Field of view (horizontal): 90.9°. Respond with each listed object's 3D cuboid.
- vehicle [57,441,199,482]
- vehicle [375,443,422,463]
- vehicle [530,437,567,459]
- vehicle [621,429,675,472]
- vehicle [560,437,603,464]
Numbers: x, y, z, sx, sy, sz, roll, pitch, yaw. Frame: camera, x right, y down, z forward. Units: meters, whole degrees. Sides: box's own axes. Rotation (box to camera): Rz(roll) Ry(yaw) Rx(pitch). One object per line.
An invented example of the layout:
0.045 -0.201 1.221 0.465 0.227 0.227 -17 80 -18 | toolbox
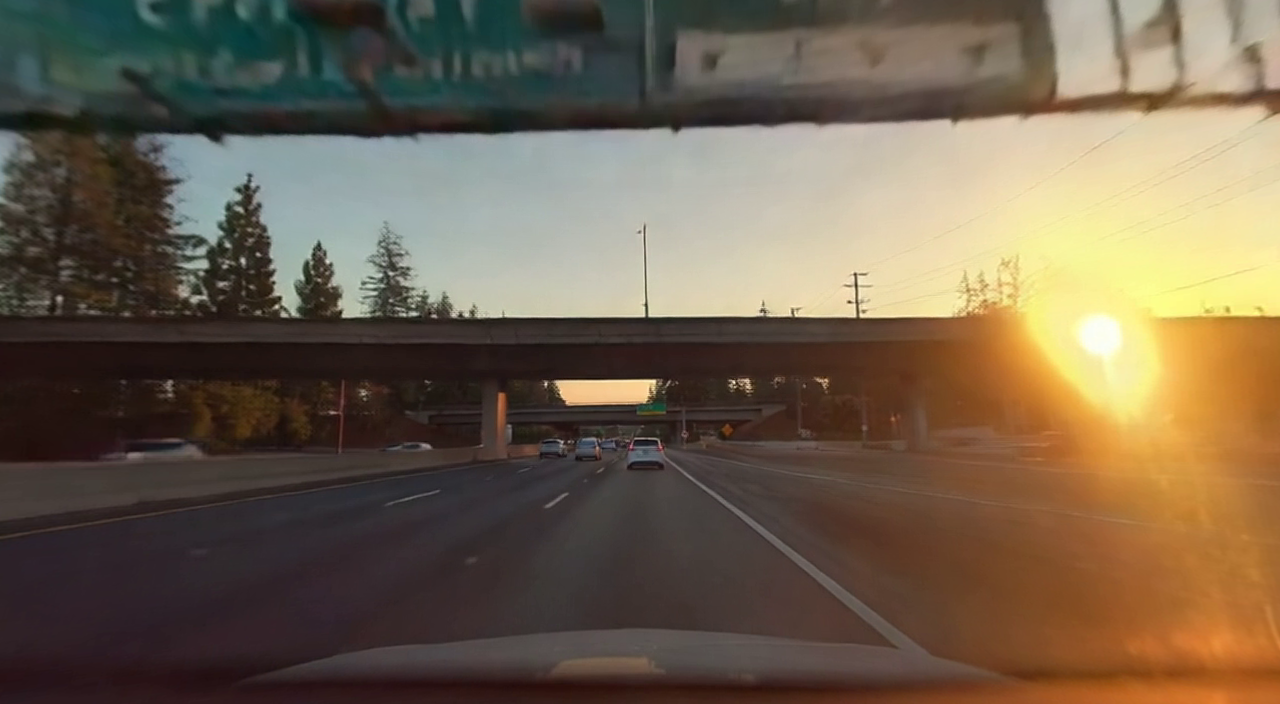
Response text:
-21.309 4.536 26.572 1.912 1.545 4.794 0 -8 1 | vehicle
-17.728 7.416 46.500 1.760 1.433 4.294 0 -8 1 | vehicle
-7.206 7.578 49.990 2.139 1.653 4.614 0 -8 2 | vehicle
0.290 4.222 27.125 2.152 1.697 4.066 0 -8 0 | vehicle
-3.363 5.773 37.125 2.056 1.464 4.564 0 -8 1 | vehicle
